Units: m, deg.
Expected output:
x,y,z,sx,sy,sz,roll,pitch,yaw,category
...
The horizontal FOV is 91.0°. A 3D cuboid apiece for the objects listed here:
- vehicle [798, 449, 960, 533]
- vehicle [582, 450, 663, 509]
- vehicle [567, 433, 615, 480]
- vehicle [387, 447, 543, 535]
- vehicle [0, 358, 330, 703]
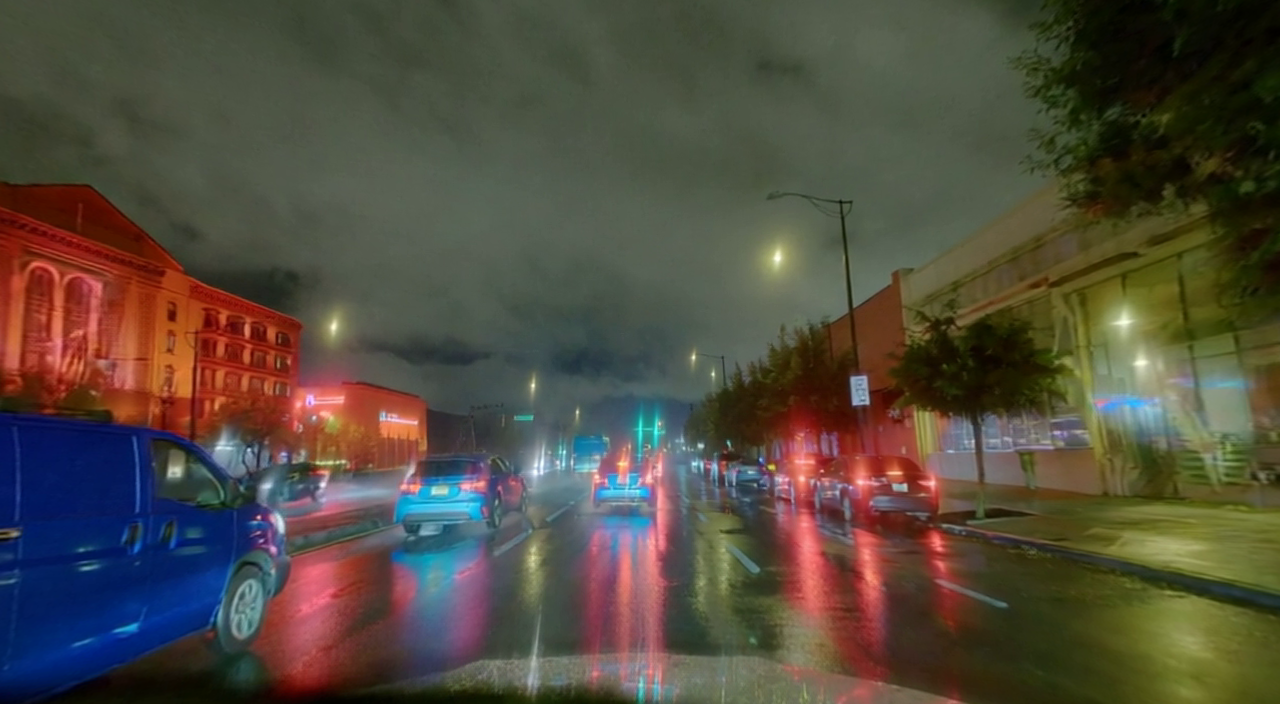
x,y,z,sx,sy,sz,roll,pitch,yaw,category
4.898,2.859,13.592,1.832,1.491,4.054,1,-9,-1,vehicle
-0.428,3.737,18.930,2.152,1.518,4.113,0,-9,1,vehicle
-3.285,7.210,43.790,2.609,2.932,6.810,0,-9,1,vehicle
-3.505,2.843,13.595,1.995,1.554,4.426,0,-9,1,vehicle
-3.731,0.957,2.905,2.140,1.768,4.685,0,-9,1,vehicle
